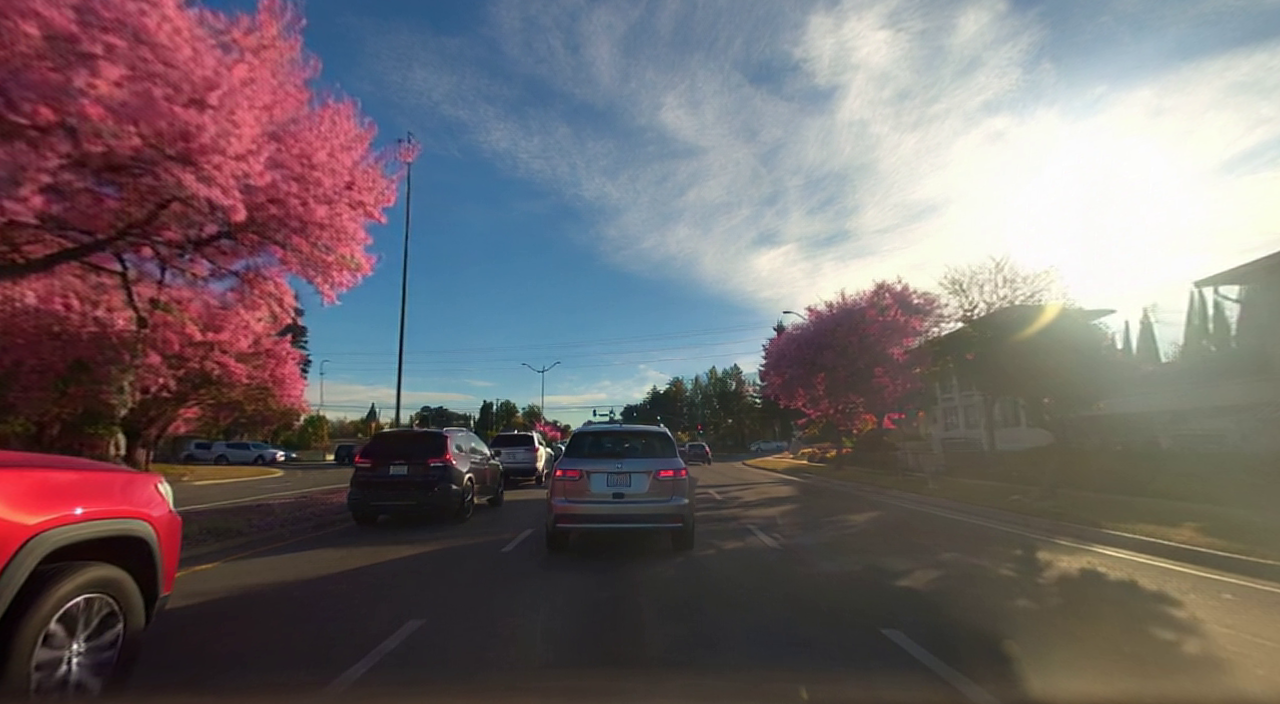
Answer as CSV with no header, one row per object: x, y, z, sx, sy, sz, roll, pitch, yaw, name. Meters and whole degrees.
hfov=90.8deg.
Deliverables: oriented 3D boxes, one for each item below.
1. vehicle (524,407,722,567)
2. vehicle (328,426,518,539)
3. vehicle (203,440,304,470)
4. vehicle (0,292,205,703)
-0.191,1.747,8.878,2.112,1.693,4.058,0,-8,0,vehicle
-3.658,2.269,11.643,1.948,1.668,4.279,0,-8,0,vehicle
-28.497,7.591,46.835,5.856,2.096,2.481,3,-9,-18,vehicle
-3.532,0.545,0.952,2.304,1.928,4.833,0,-8,-1,vehicle
